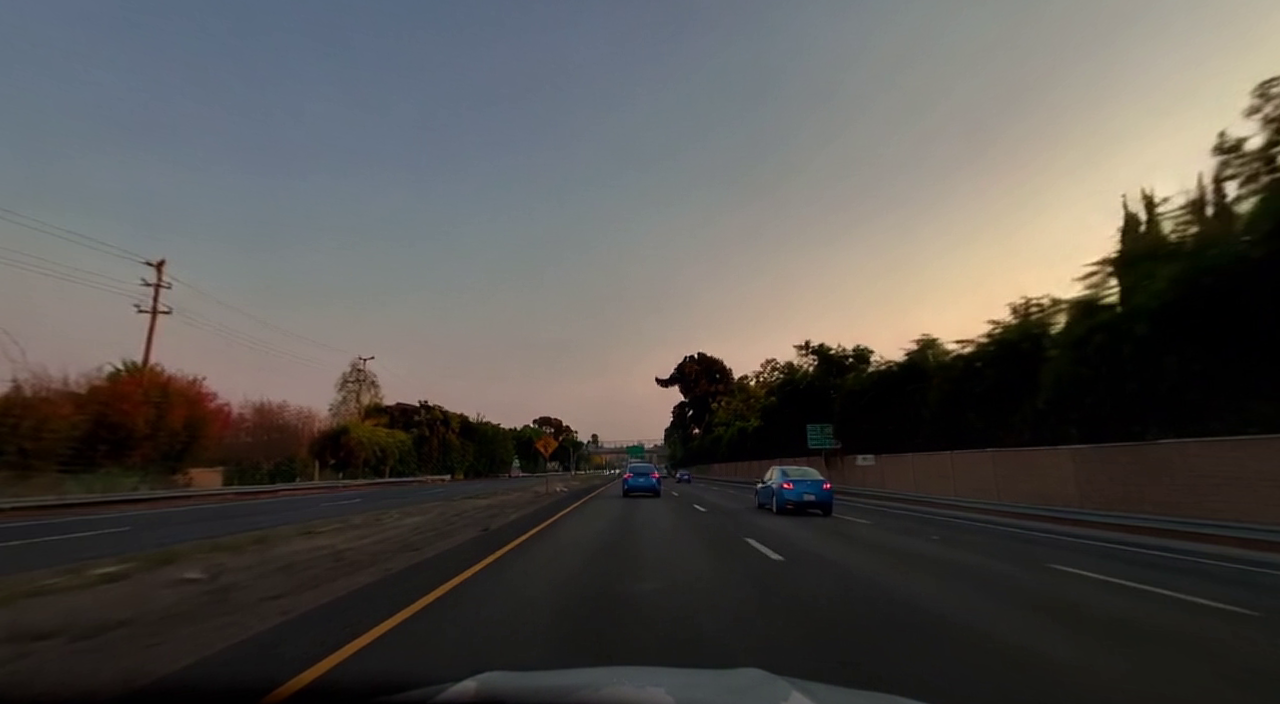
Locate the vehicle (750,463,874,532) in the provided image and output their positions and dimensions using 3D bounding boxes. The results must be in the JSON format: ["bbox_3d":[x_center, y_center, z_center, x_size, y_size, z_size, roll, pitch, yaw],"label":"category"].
[{"bbox_3d":[4.185,3.626,16.105,1.938,1.494,4.032,1,-11,-1],"label":"vehicle"}]

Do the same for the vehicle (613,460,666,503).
[{"bbox_3d":[-0.027,5.334,26.163,2.037,1.605,3.833,1,-11,0],"label":"vehicle"}]
